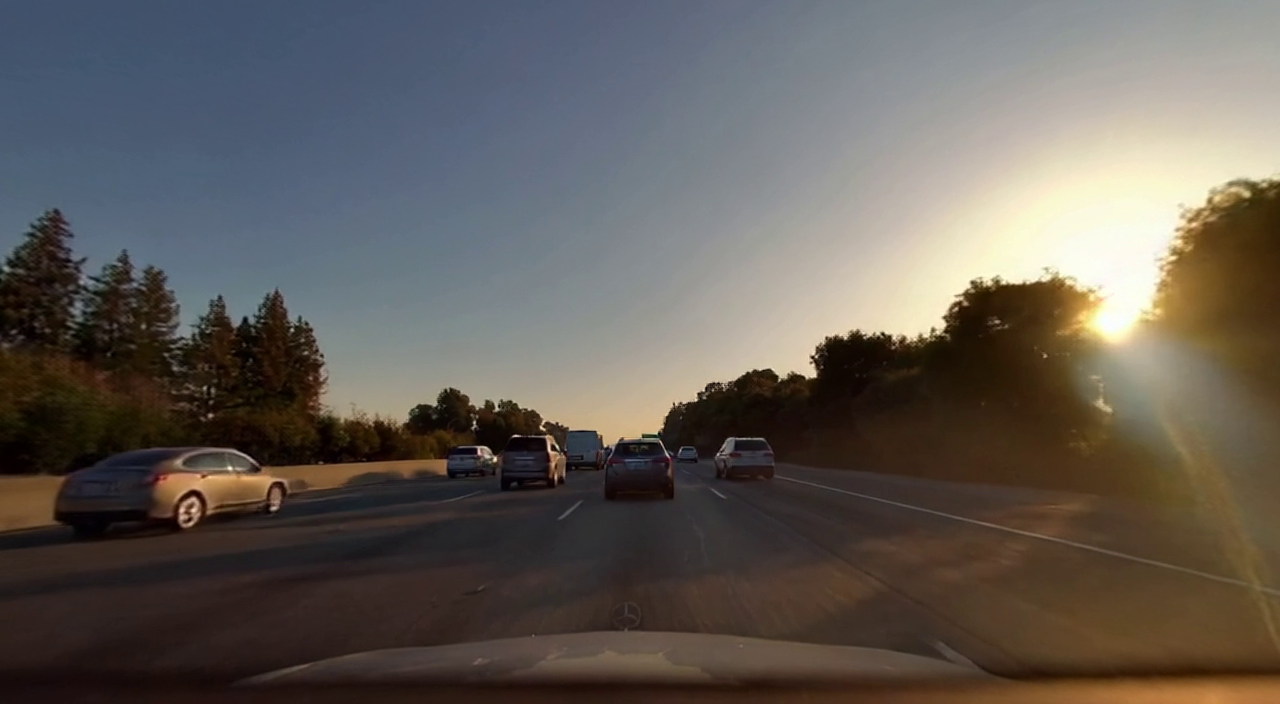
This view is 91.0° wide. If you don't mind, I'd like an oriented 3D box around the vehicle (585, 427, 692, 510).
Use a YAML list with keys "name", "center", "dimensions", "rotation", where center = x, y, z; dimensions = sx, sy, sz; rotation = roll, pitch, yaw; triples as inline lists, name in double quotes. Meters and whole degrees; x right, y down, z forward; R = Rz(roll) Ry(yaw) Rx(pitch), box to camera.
- name: "vehicle"
  center: [-0.004, 2.753, 15.324]
  dimensions: [2.223, 1.722, 4.177]
  rotation: [0, -8, 1]

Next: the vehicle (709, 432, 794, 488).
- name: "vehicle"
  center: [3.982, 3.979, 23.571]
  dimensions: [2.175, 1.830, 5.173]
  rotation: [0, -8, -1]

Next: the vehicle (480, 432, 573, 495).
- name: "vehicle"
  center: [-3.517, 3.550, 20.449]
  dimensions: [2.142, 1.808, 4.266]
  rotation: [0, -8, 1]

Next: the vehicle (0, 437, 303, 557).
- name: "vehicle"
  center: [-7.737, 2.186, 10.322]
  dimensions: [1.927, 1.514, 4.474]
  rotation: [0, -8, 0]

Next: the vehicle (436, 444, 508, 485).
- name: "vehicle"
  center: [-7.163, 4.807, 27.286]
  dimensions: [1.931, 1.617, 4.060]
  rotation: [0, -8, 0]
